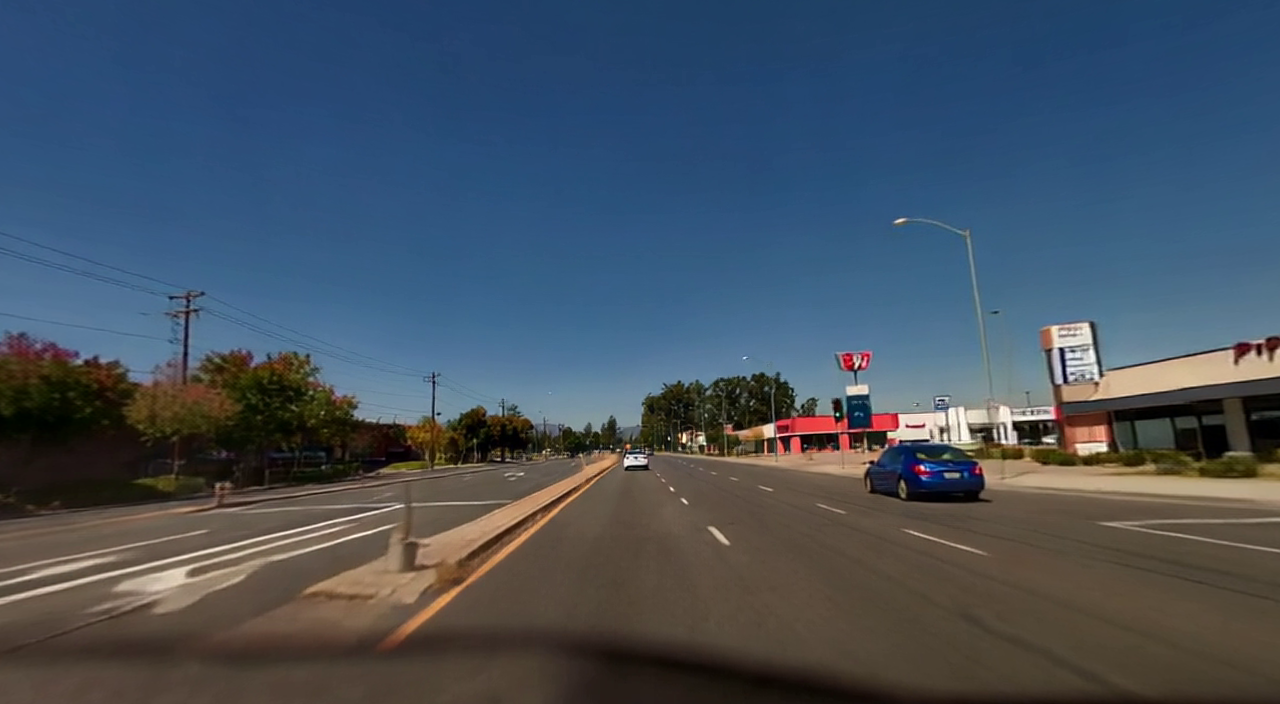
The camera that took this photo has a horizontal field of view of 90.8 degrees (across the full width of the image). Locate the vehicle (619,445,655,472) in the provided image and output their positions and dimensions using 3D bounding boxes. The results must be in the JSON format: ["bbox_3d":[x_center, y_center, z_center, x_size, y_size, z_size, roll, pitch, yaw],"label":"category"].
[{"bbox_3d":[-0.225,6.401,38.228,2.027,1.494,3.942,0,-8,-1],"label":"vehicle"}]

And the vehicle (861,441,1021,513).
[{"bbox_3d":[6.939,2.885,15.142,1.849,1.464,4.119,0,-8,1],"label":"vehicle"}]
